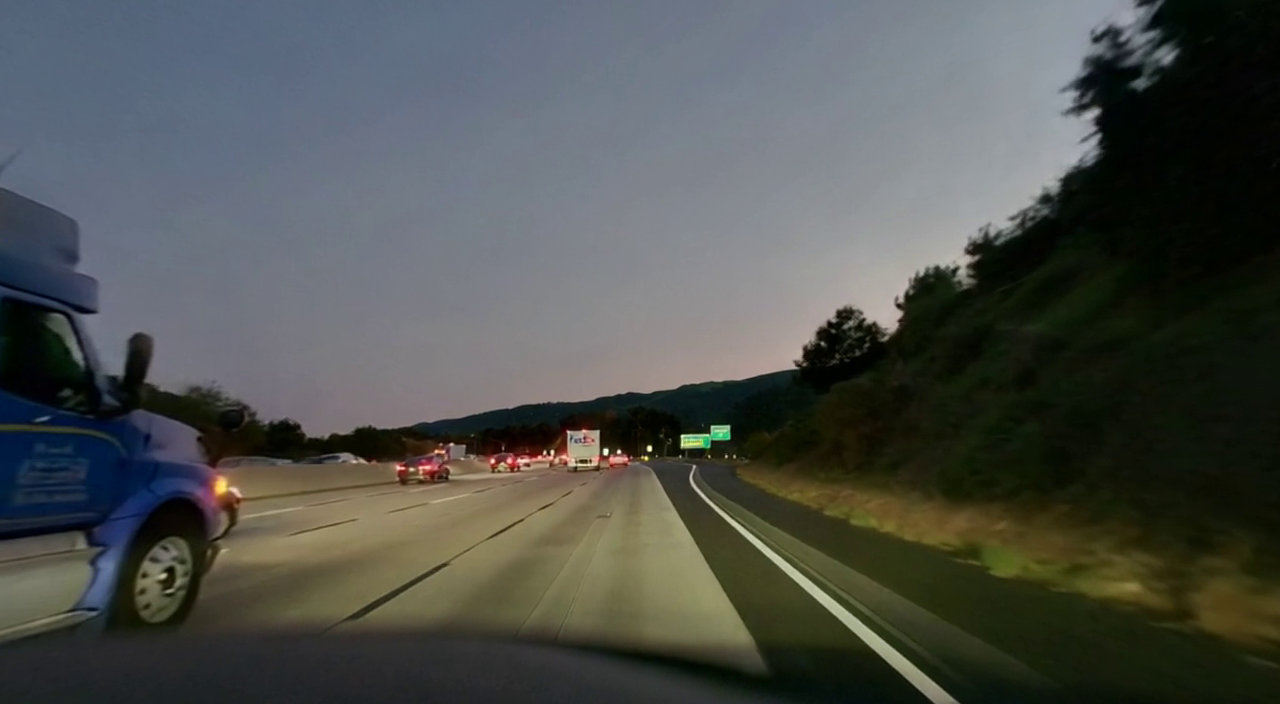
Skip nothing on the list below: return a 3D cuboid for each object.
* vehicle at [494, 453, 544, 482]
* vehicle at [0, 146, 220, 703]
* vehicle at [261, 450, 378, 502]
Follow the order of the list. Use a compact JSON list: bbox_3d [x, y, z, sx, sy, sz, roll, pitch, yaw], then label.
[{"bbox_3d":[-7.829,7.475,41.242,2.294,1.710,4.436,1,-9,1],"label":"vehicle"},{"bbox_3d":[-4.251,0.202,1.524,2.318,2.834,5.910,0,-9,0],"label":"vehicle"},{"bbox_3d":[-11.664,4.495,23.379,1.931,1.692,4.443,0,-9,1],"label":"vehicle"}]
